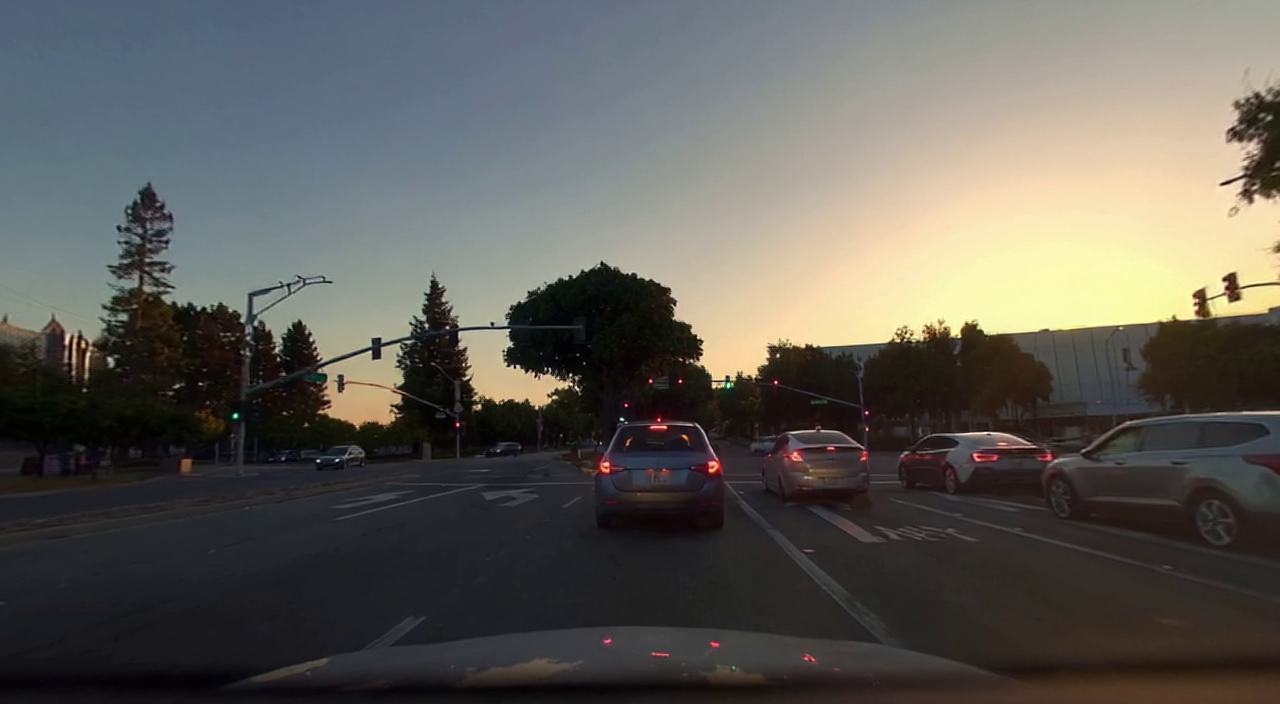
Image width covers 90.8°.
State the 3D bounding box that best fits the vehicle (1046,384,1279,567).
[{"bbox_3d":[7.395,1.420,7.606,2.074,1.791,4.393,0,-9,1],"label":"vehicle"}]

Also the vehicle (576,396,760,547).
[{"bbox_3d":[0.311,1.751,9.763,2.211,1.795,4.179,0,-9,-1],"label":"vehicle"}]

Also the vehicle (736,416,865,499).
[{"bbox_3d":[3.837,2.650,16.075,2.188,1.774,4.646,-1,-9,2],"label":"vehicle"}]

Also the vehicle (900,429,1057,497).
[{"bbox_3d":[8.374,2.787,16.156,1.862,1.471,4.297,-1,-9,4],"label":"vehicle"}]
